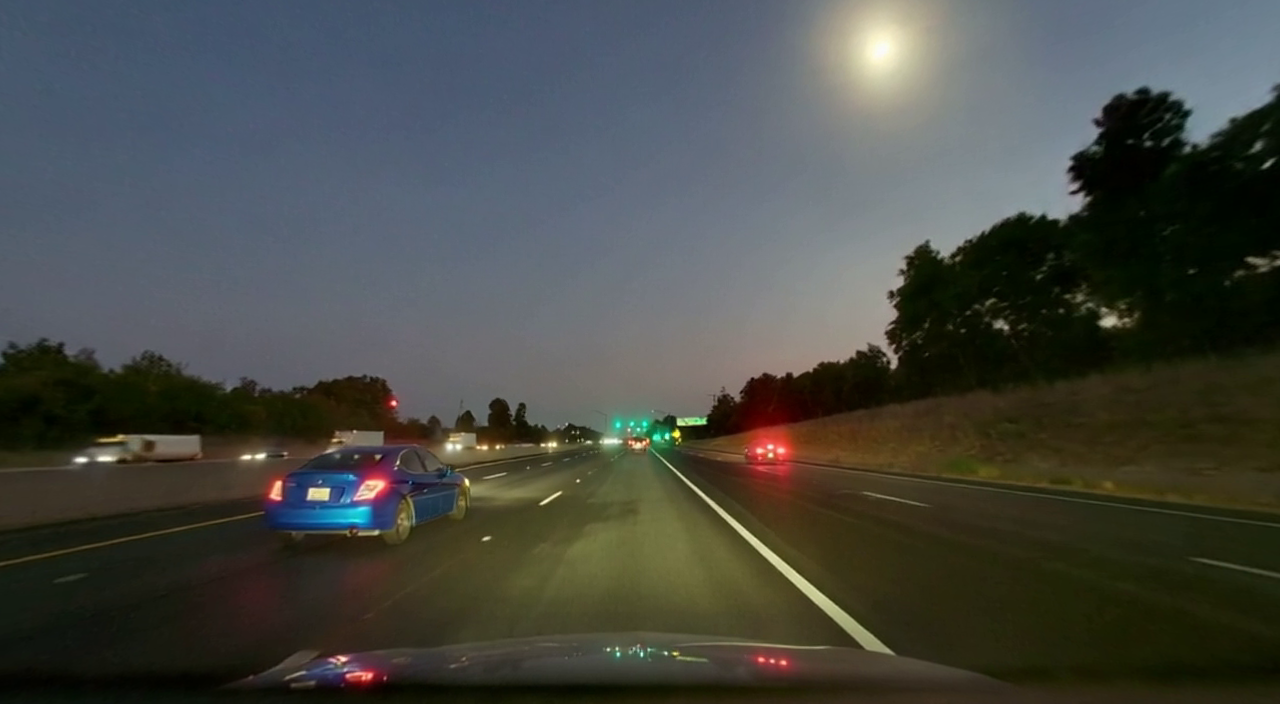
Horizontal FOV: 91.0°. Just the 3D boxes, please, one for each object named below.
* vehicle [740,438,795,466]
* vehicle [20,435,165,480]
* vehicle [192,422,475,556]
[{"bbox_3d":[7.333,5.777,36.588,2.049,1.481,4.774,0,-8,-2],"label":"vehicle"},{"bbox_3d":[-28.418,5.477,33.049,2.300,2.162,5.838,0,-8,0],"label":"vehicle"},{"bbox_3d":[-4.106,1.902,9.507,1.987,1.516,4.478,0,-8,0],"label":"vehicle"}]
